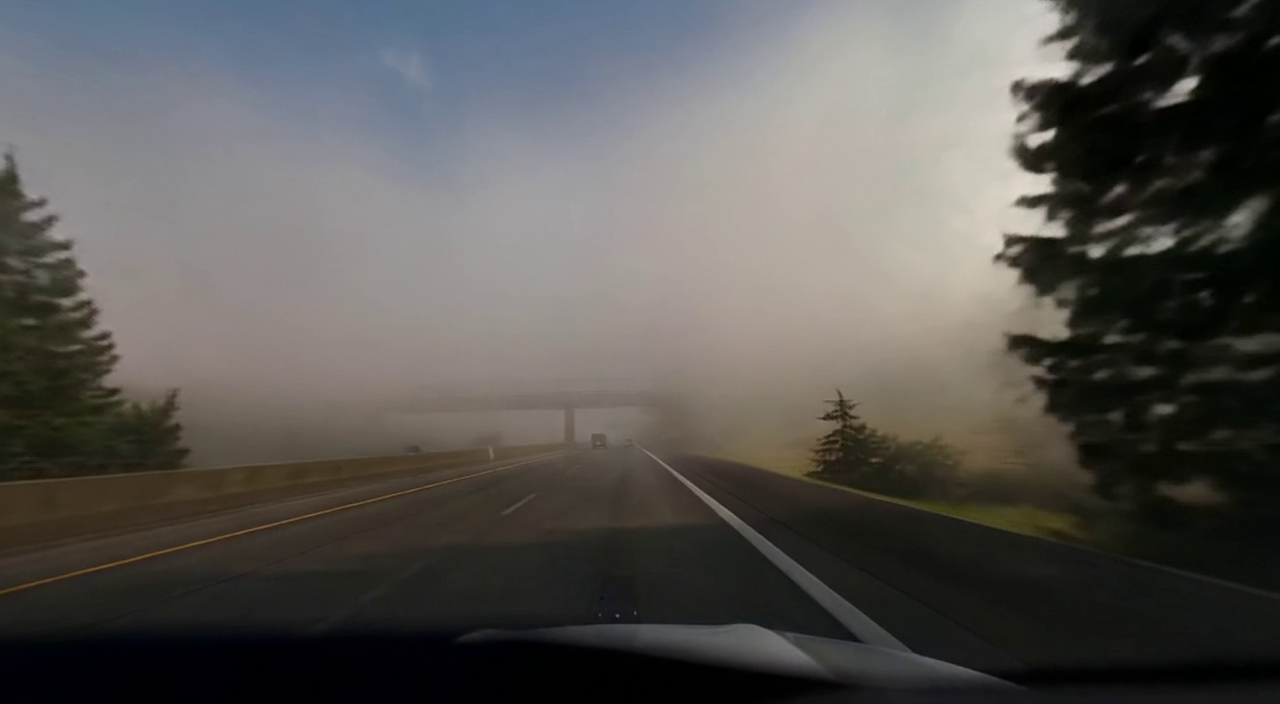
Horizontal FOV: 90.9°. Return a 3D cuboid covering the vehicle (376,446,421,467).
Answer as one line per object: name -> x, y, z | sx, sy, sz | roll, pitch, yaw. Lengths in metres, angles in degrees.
vehicle -> -18.064, 7.834, 47.316 | 1.817, 1.435, 4.153 | 0, -8, -1
